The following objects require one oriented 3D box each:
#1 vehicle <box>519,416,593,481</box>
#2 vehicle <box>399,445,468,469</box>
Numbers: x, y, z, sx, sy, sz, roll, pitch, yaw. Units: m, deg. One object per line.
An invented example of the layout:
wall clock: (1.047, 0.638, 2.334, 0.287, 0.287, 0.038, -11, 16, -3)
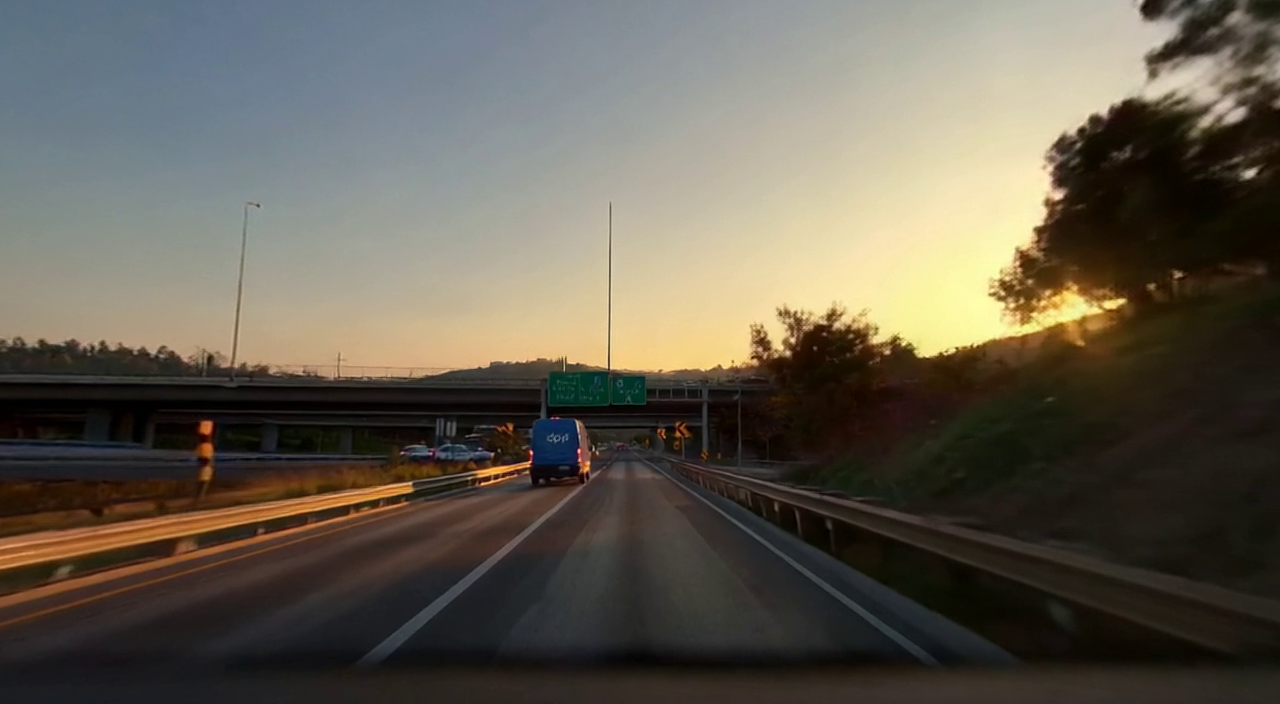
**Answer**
vehicle: (-3.735, 4.515, 29.373, 2.463, 2.640, 7.034, 0, -9, 0)
vehicle: (-14.423, 7.352, 43.994, 4.396, 1.557, 1.952, 2, -9, -14)
